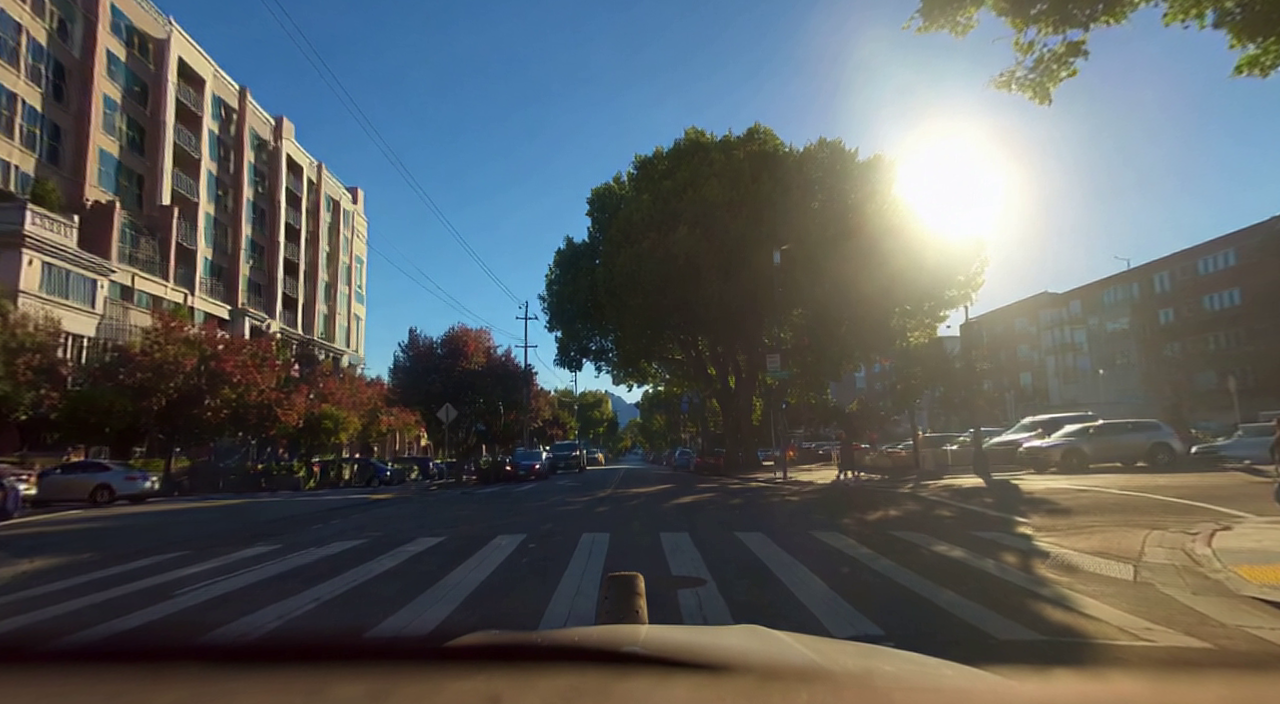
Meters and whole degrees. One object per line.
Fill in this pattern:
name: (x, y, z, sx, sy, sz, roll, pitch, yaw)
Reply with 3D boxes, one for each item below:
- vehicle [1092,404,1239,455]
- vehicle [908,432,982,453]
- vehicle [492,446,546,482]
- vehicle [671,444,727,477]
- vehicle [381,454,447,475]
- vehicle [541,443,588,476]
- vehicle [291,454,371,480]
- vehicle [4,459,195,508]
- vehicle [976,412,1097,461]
vehicle: (22.304, 3.401, 27.180, 2.137, 1.962, 4.988, -1, -9, 3)
vehicle: (23.016, 6.855, 47.822, 4.528, 1.475, 2.070, 0, -8, 3)
vehicle: (-7.614, 7.050, 40.302, 2.193, 1.814, 5.061, -9, -9, 0)
vehicle: (3.196, 5.696, 33.498, 1.942, 1.603, 3.785, -2, -8, 22)
vehicle: (-16.911, 8.427, 47.404, 4.203, 1.544, 1.889, 0, -8, 1)
vehicle: (-4.447, 6.371, 37.714, 2.102, 1.768, 4.290, -1, -9, 3)
vehicle: (-23.204, 8.632, 47.539, 4.844, 1.836, 2.117, -1, -8, 5)
vehicle: (-17.316, 4.212, 20.408, 4.439, 1.448, 1.793, 0, -9, 0)
vehicle: (16.743, 3.659, 27.033, 2.041, 1.921, 4.574, 0, -9, -2)
